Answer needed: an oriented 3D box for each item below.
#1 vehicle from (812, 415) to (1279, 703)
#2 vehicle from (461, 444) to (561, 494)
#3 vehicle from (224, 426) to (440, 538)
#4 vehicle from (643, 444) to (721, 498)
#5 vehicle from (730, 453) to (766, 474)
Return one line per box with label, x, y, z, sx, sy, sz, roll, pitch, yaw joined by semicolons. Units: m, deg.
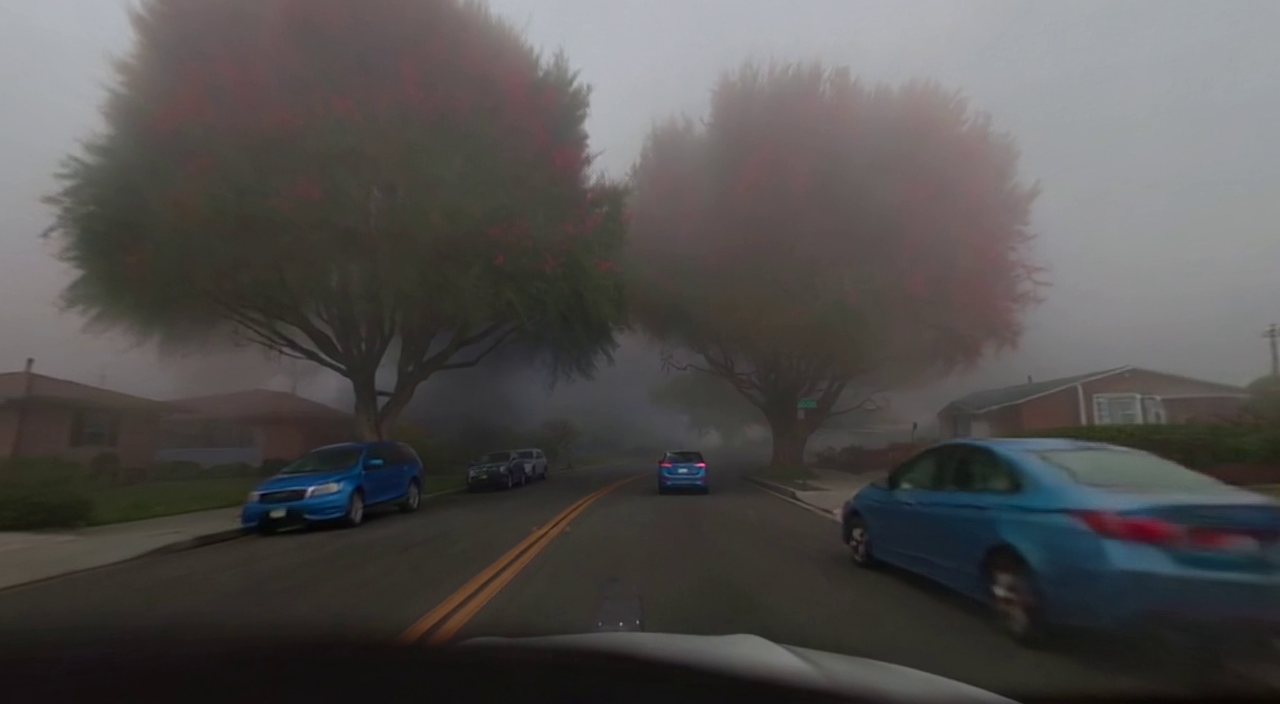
vehicle;3.500;1.422;5.530;2.429;1.502;4.474;1;-9;-4
vehicle;-5.126;4.732;25.998;2.641;1.747;4.738;-3;-9;7
vehicle;-6.154;2.640;13.463;2.235;1.851;4.662;-3;-9;1
vehicle;1.385;3.647;19.866;2.192;1.474;4.192;-1;-9;6
vehicle;8.303;8.589;48.924;2.089;1.462;4.529;0;-9;2
